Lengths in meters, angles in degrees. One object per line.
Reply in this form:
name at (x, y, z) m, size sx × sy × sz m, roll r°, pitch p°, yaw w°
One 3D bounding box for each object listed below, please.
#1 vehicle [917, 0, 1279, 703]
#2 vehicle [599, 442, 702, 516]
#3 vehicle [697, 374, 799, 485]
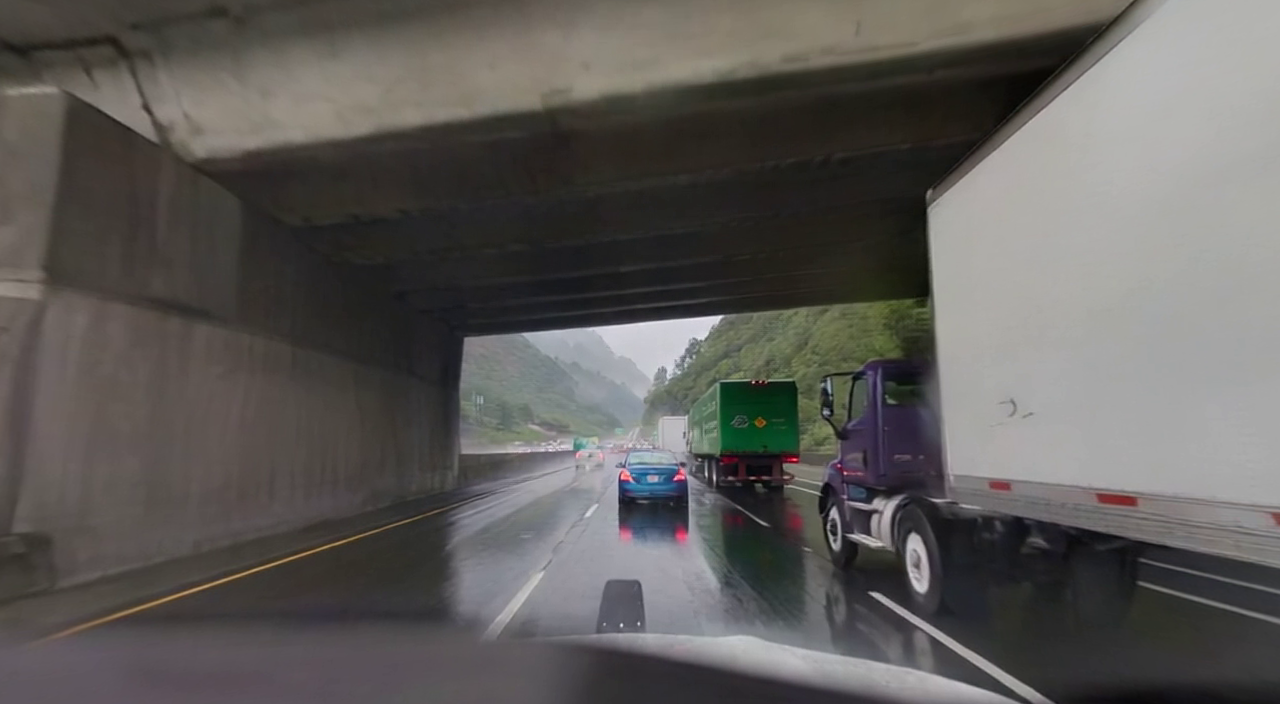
vehicle at (4.056, -0.435, 0.632) m, size 2.884 × 3.930 × 10.206 m, roll 0°, pitch -9°, yaw 0°
vehicle at (0.215, 2.824, 14.457) m, size 2.029 × 1.437 × 3.794 m, roll 0°, pitch -9°, yaw 0°
vehicle at (4.337, 3.479, 27.415) m, size 2.801 × 4.039 × 8.684 m, roll 0°, pitch -9°, yaw 0°
